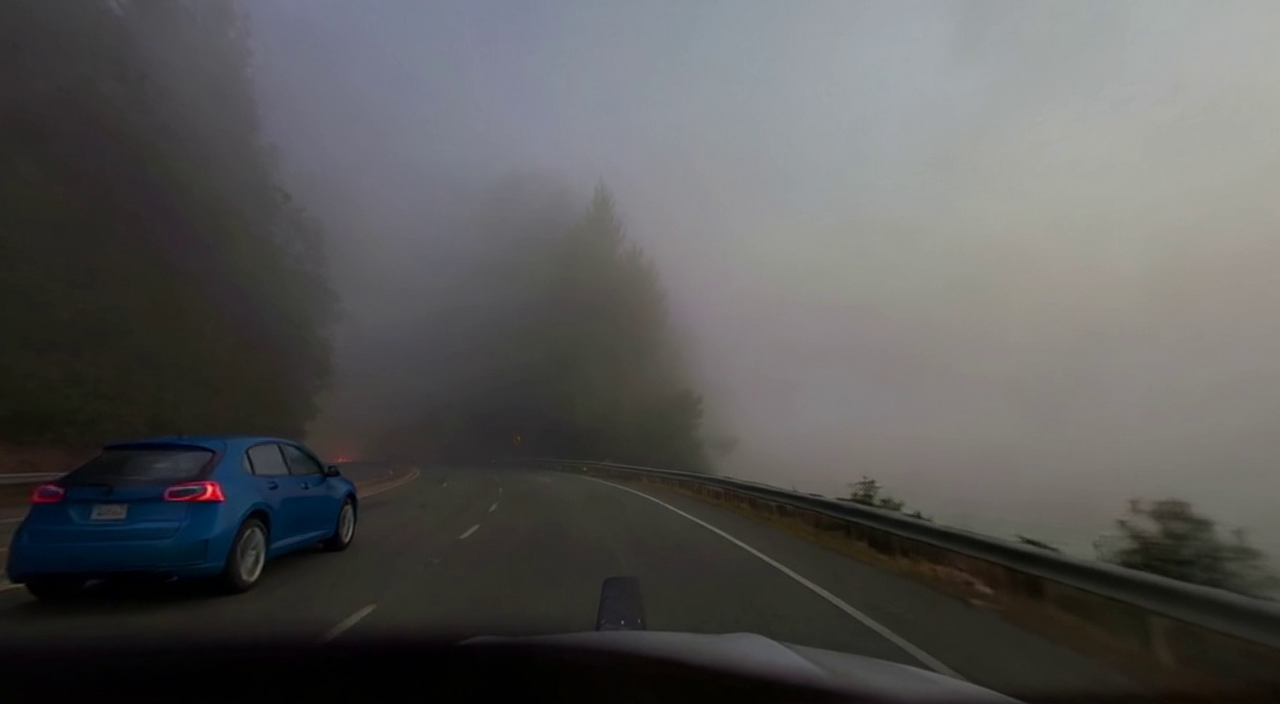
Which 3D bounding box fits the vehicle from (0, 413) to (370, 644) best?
[{"bbox_3d":[-4.631,1.559,6.473,2.078,1.607,3.959,0,-9,-3],"label":"vehicle"}]
